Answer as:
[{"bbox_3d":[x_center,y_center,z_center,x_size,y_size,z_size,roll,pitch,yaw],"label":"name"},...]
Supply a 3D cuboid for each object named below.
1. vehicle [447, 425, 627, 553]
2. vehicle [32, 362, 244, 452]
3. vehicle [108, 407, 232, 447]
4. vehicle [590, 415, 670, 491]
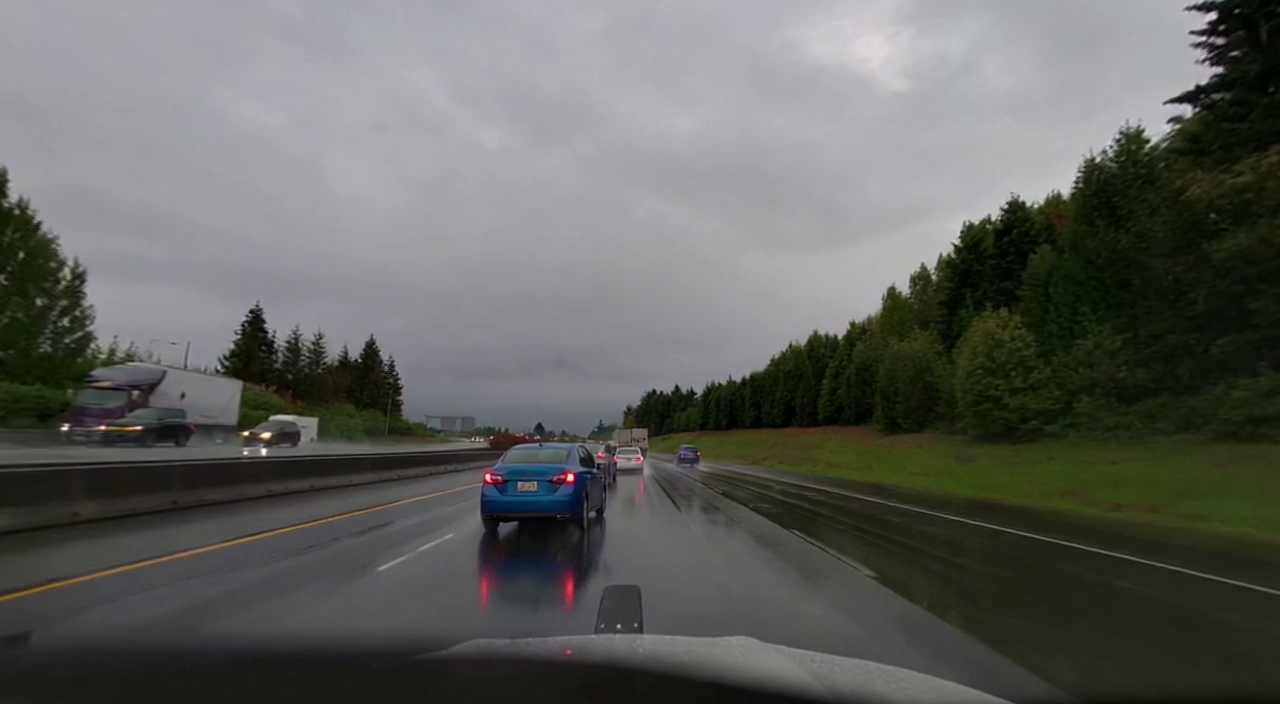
[{"bbox_3d":[-1.341,2.015,9.833,2.038,1.582,3.729,-1,-9,2],"label":"vehicle"},{"bbox_3d":[-24.899,3.128,32.291,3.187,3.945,9.848,0,-9,-4],"label":"vehicle"},{"bbox_3d":[-20.633,3.396,27.922,1.997,1.567,4.777,0,-9,-3],"label":"vehicle"},{"bbox_3d":[-0.303,3.378,21.143,2.389,2.257,4.545,0,-9,0],"label":"vehicle"}]
